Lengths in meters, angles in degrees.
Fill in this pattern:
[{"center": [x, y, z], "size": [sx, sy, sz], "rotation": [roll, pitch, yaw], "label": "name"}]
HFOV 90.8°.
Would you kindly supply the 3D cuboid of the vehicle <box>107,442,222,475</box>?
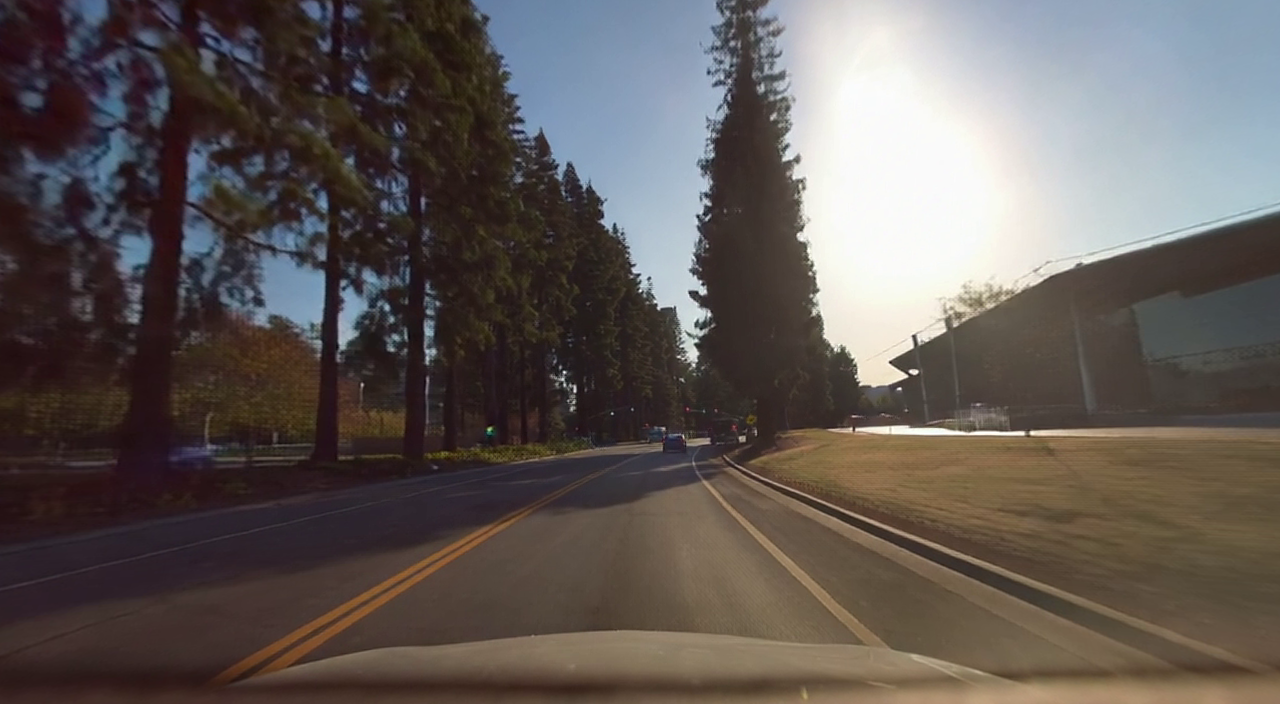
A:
[{"center": [-23.138, 5.172, 31.010], "size": [1.821, 1.451, 4.669], "rotation": [-1, -8, 4], "label": "vehicle"}]
